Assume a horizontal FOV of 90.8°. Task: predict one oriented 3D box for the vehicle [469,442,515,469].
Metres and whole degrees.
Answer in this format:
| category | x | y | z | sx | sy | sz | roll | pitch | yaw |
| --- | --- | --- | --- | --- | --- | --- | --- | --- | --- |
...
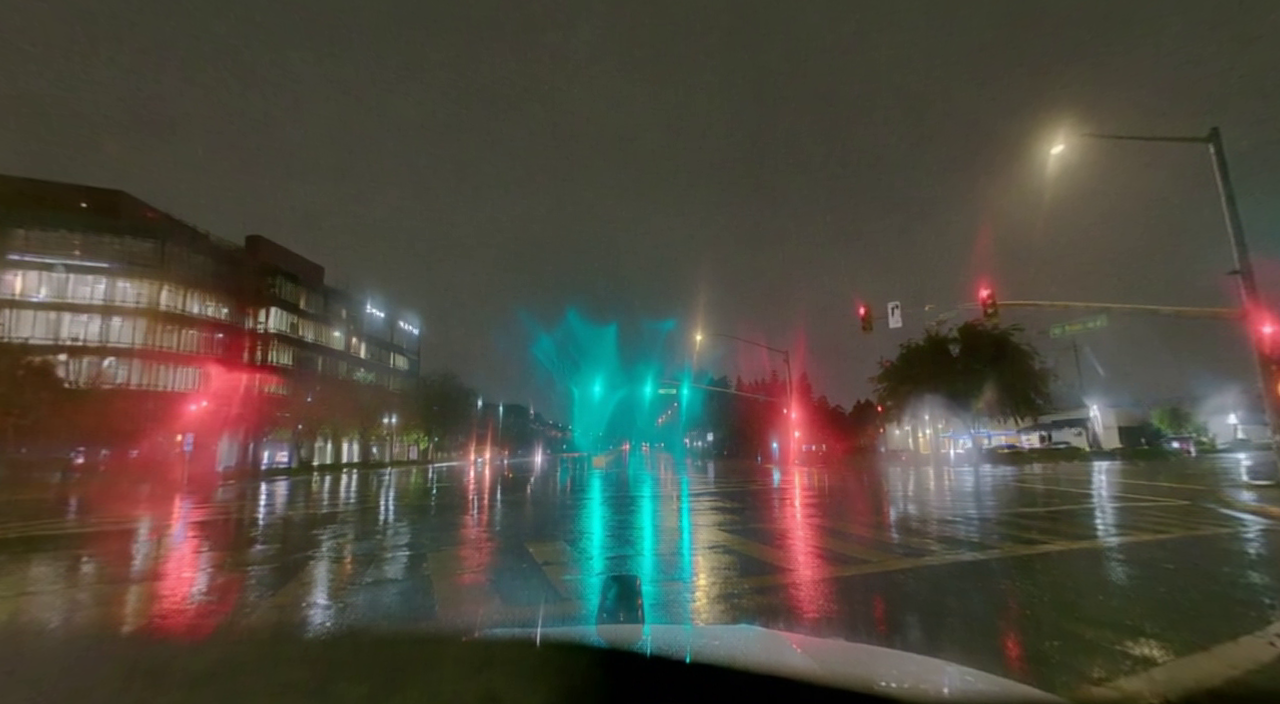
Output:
| category | x | y | z | sx | sy | sz | roll | pitch | yaw |
| --- | --- | --- | --- | --- | --- | --- | --- | --- | --- |
| vehicle | -9.728 | 6.800 | 41.791 | 1.988 | 1.692 | 4.412 | 0 | -8 | 0 |
